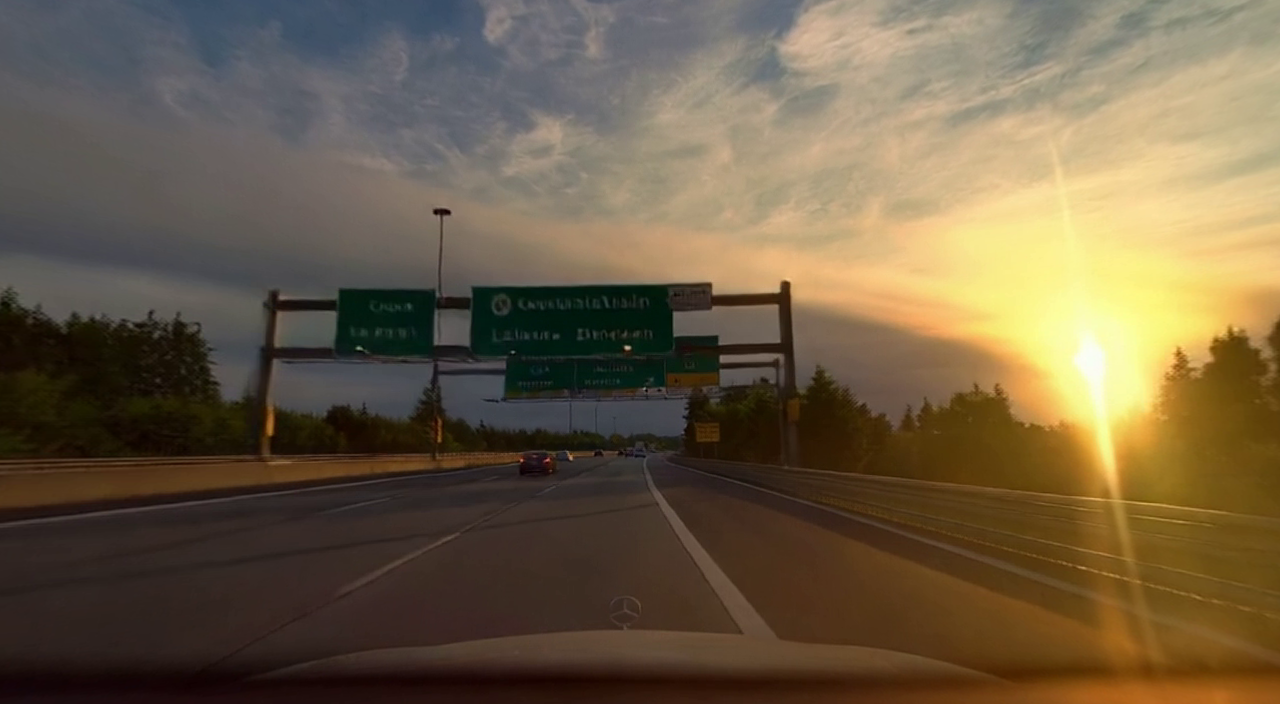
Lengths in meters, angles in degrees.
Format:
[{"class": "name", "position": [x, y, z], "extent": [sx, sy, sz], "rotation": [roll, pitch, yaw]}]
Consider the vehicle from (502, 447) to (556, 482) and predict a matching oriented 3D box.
[{"class": "vehicle", "position": [-5.437, 5.563, 31.454], "extent": [1.875, 1.587, 4.687], "rotation": [0, -9, -1]}]
